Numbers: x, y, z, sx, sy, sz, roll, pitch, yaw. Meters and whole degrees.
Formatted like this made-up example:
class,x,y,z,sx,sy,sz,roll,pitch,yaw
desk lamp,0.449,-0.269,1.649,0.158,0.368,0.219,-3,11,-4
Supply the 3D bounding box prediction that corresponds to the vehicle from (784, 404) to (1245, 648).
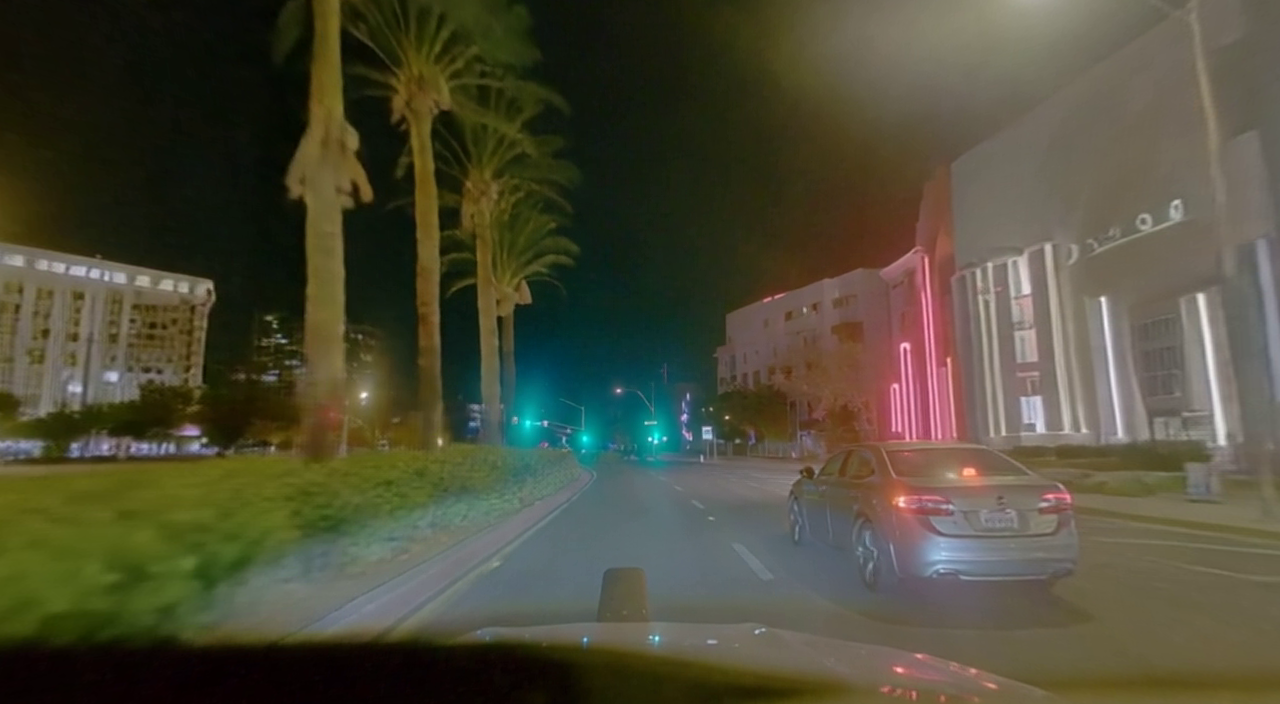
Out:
class,x,y,z,sx,sy,sz,roll,pitch,yaw
vehicle,2.932,1.439,6.298,1.867,1.554,4.301,0,-8,-1
